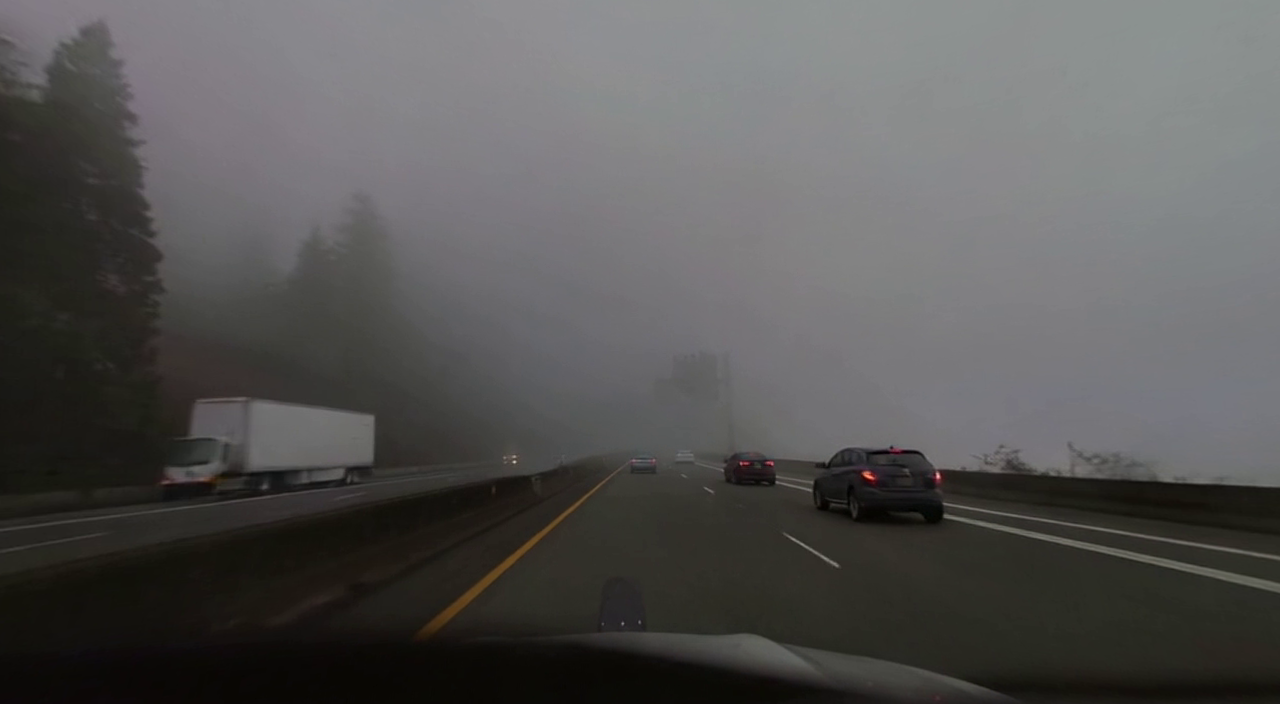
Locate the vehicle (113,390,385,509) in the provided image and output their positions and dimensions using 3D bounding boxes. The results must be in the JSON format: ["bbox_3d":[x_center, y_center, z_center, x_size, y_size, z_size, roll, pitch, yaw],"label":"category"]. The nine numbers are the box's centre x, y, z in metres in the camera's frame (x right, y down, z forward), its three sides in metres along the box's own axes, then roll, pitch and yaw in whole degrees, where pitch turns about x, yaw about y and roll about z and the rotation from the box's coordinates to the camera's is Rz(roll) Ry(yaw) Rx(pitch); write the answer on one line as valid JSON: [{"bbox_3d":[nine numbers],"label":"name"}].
[{"bbox_3d":[-16.614,4.569,29.475,2.898,4.087,15.230,0,-9,0],"label":"vehicle"}]

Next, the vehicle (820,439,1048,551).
[{"bbox_3d":[4.573,2.259,10.567,1.952,1.495,3.740,0,-9,-1],"label":"vehicle"}]

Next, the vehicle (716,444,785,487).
[{"bbox_3d":[4.511,4.693,26.356,1.969,1.639,4.472,0,-9,-1],"label":"vehicle"}]

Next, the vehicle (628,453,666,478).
[{"bbox_3d":[0.391,6.378,35.642,2.012,1.320,3.777,0,-9,0],"label":"vehicle"}]
